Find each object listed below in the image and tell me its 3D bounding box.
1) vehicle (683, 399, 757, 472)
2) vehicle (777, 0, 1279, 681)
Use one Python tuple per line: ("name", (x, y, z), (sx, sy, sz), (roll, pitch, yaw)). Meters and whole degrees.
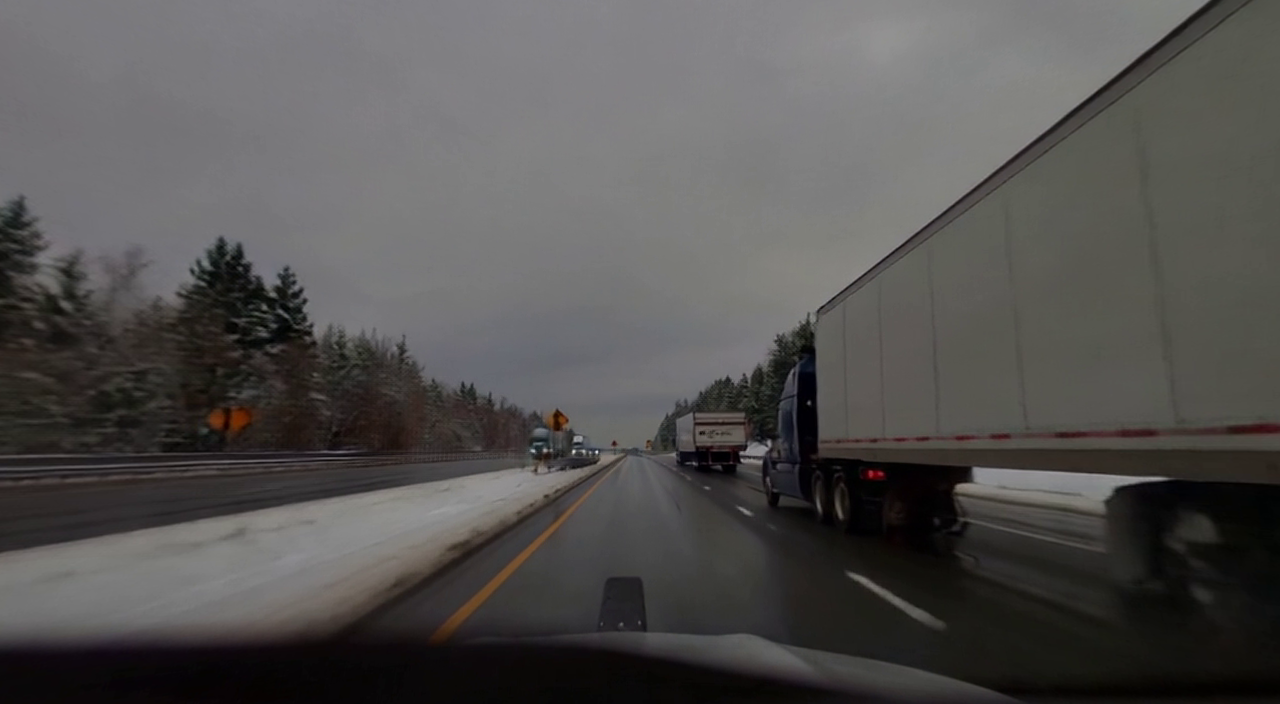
("vehicle", (4.903, 5.744, 42.171), (2.983, 4.030, 14.444), (0, -9, 0))
("vehicle", (5.014, 0.588, 8.776), (2.929, 4.093, 14.258), (0, -9, 0))
